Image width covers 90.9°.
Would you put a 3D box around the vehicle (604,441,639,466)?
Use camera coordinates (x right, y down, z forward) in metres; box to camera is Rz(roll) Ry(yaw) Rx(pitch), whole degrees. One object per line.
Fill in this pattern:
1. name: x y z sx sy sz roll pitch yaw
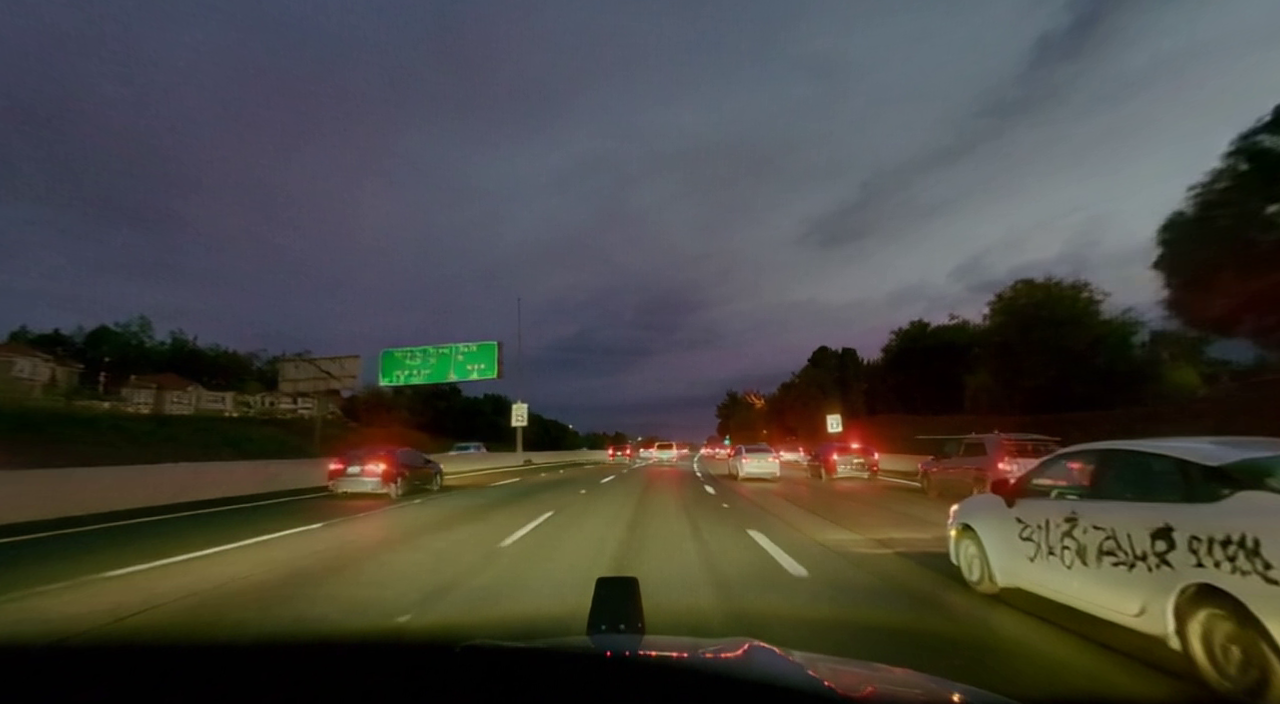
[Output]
1. vehicle: -1.333 7.582 47.203 2.070 1.740 4.678 -1 -8 5

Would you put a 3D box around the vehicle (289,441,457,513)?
1. vehicle: -6.325 2.977 15.631 2.050 1.507 4.375 -1 -8 3

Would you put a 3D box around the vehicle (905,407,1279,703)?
1. vehicle: 3.635 1.224 4.207 1.912 1.509 4.291 0 -8 1

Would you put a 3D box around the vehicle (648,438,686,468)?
1. vehicle: 1.684 6.234 39.077 2.183 1.764 4.134 -1 -8 3

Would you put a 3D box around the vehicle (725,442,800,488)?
1. vehicle: 4.225 3.937 22.337 1.854 1.438 3.954 0 -8 0
